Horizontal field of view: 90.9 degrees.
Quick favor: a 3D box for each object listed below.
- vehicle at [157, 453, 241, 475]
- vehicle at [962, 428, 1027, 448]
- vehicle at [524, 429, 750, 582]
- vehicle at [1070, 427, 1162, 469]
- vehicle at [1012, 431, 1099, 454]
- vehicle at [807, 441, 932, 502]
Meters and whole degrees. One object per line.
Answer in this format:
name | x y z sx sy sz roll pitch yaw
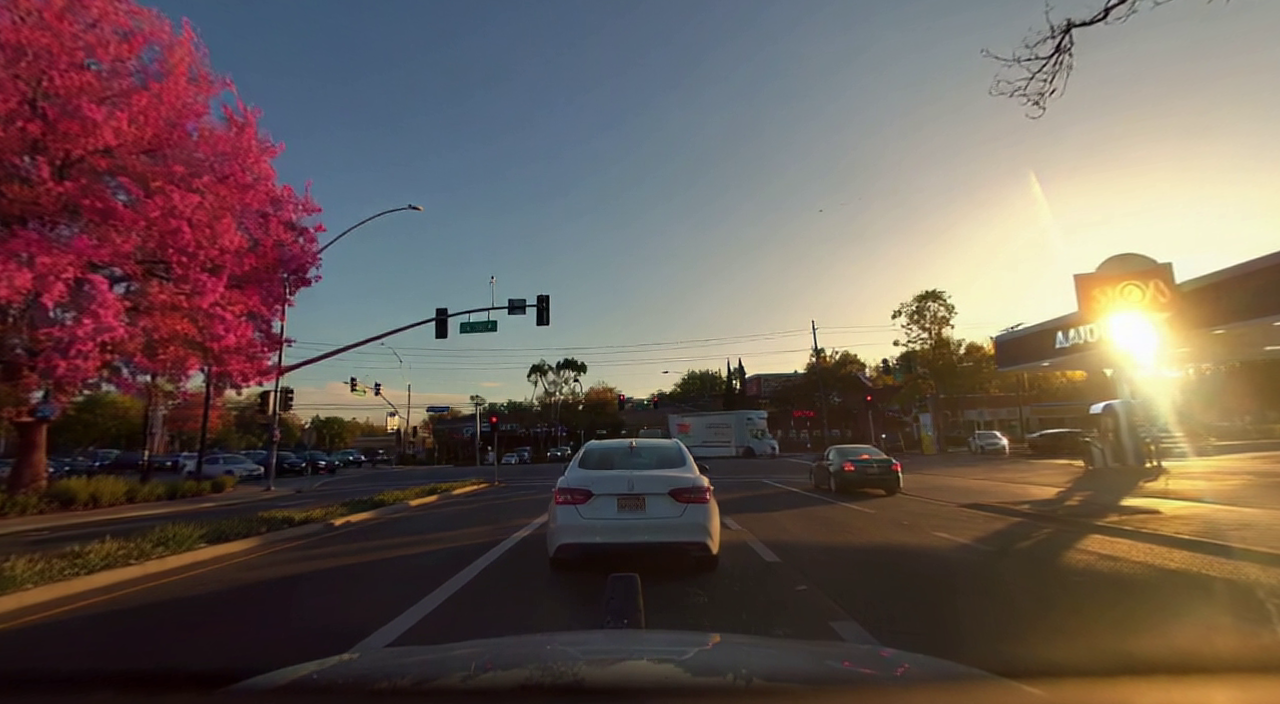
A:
vehicle | -30.383 7.697 43.460 4.609 1.465 1.944 -2 -8 10
vehicle | 27.702 6.753 49.327 3.968 1.572 1.740 0 -8 3
vehicle | -0.052 1.804 8.276 2.213 1.482 4.057 0 -8 -1
vehicle | 18.560 3.717 24.506 4.300 1.495 2.053 8 -12 -44
vehicle | 28.399 6.192 43.202 4.458 1.510 1.947 -1 -8 6
vehicle | 6.383 3.351 18.152 1.942 1.511 4.390 0 -8 0
